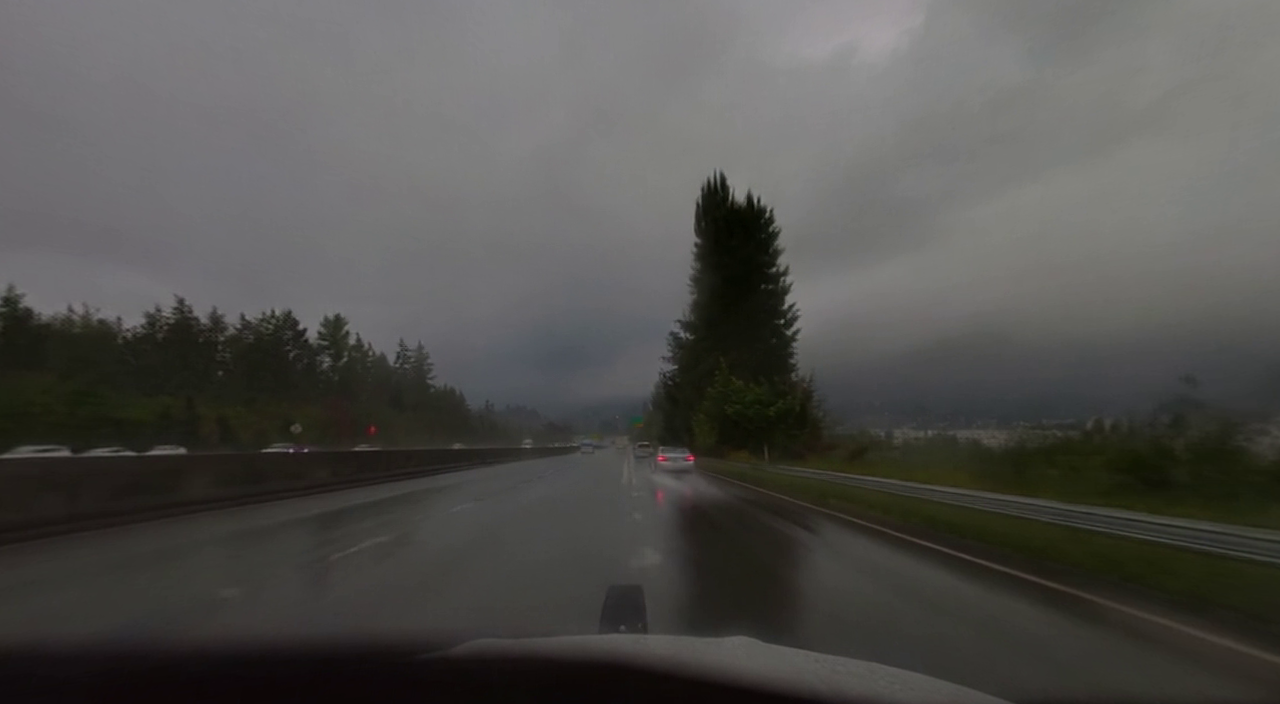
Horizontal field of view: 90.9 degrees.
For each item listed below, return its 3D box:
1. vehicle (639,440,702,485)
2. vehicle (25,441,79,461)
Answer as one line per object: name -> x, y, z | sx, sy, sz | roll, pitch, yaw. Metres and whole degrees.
vehicle -> 1.004, 3.915, 22.499 | 1.960, 1.456, 3.818 | 0, -9, -1
vehicle -> -44.263, 7.491, 47.496 | 1.542, 1.434, 2.718 | 1, -9, -7
